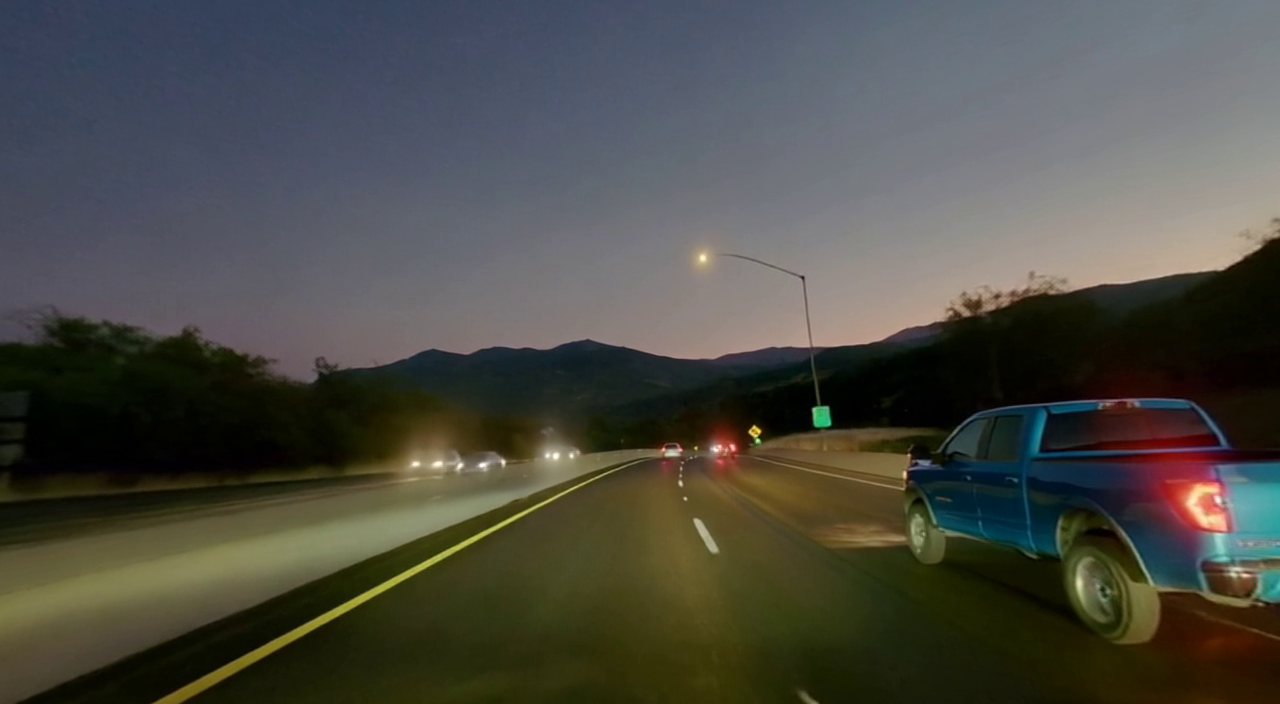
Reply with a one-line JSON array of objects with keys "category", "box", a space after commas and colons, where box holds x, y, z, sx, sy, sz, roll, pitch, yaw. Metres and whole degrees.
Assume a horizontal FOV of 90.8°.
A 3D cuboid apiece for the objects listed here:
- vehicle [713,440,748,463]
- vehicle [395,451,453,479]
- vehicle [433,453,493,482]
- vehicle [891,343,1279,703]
[{"category": "vehicle", "box": [6.684, 7.389, 46.985, 2.249, 1.635, 4.118, -1, -9, 4]}, {"category": "vehicle", "box": [-13.594, 7.124, 40.059, 1.903, 1.583, 4.260, -1, -9, 4]}, {"category": "vehicle", "box": [-9.770, 6.365, 35.213, 1.845, 1.453, 4.531, -1, -9, 3]}, {"category": "vehicle", "box": [3.773, 1.090, 4.295, 2.151, 1.744, 4.709, 0, -9, 0]}]
